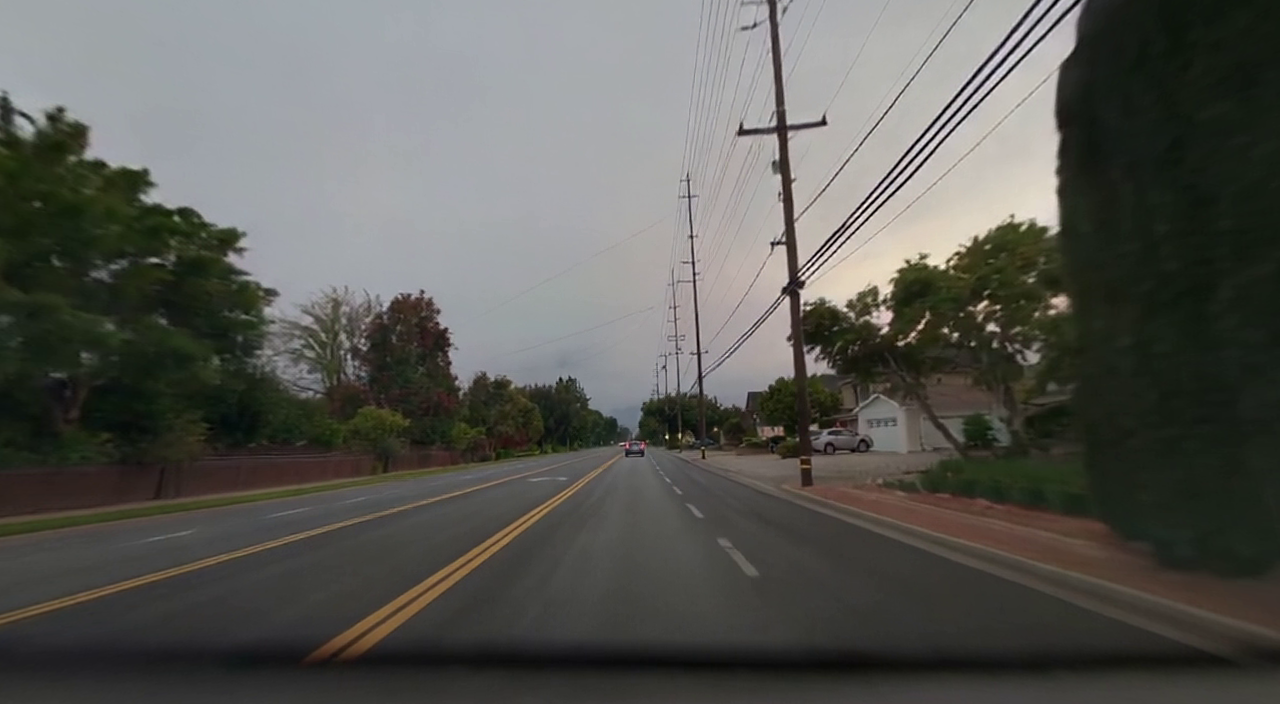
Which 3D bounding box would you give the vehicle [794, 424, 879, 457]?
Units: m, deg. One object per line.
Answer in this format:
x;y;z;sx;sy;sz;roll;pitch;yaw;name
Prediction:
12.860;5.832;41.433;4.905;2.056;2.058;0;-8;0;vehicle
